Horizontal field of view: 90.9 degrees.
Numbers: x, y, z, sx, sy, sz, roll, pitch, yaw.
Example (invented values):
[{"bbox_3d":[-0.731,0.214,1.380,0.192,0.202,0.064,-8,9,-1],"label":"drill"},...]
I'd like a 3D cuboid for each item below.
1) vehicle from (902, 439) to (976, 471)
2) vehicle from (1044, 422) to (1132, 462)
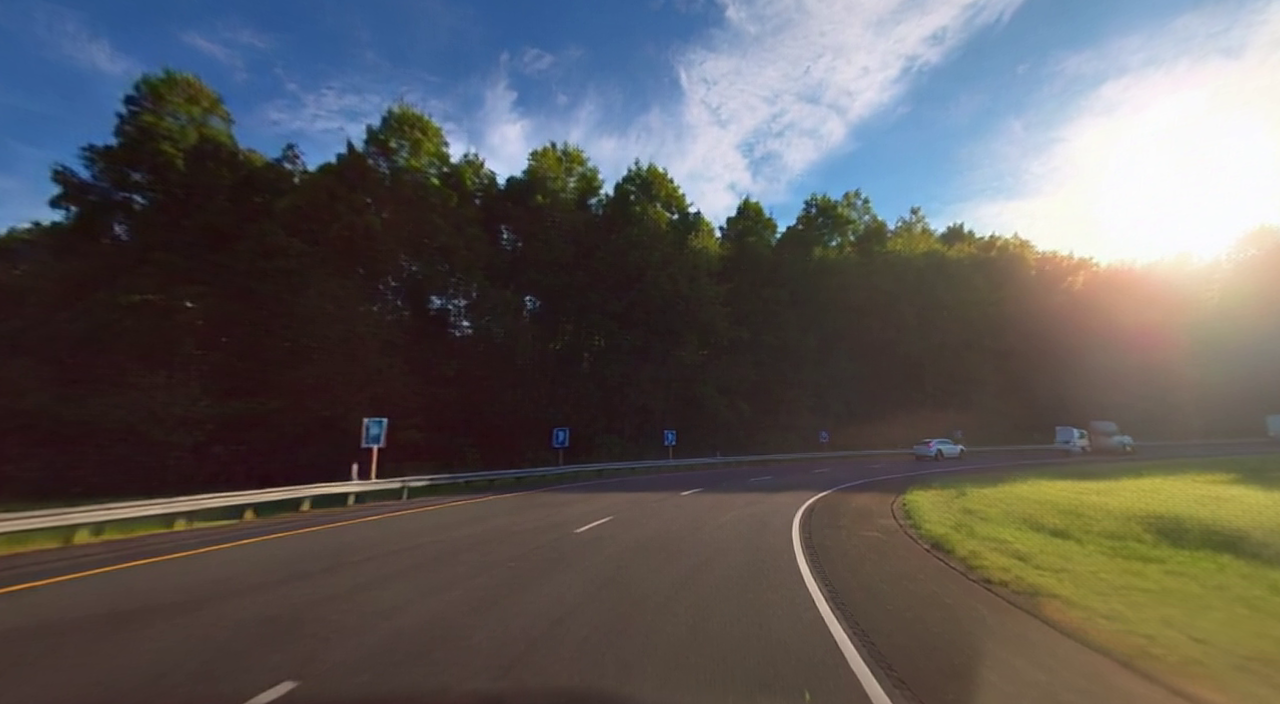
[{"bbox_3d":[16.940,5.823,35.582,4.325,1.674,2.221,8,-12,-42],"label":"vehicle"},{"bbox_3d":[33.887,6.815,47.640,5.981,2.823,2.498,4,-10,-24],"label":"vehicle"}]
